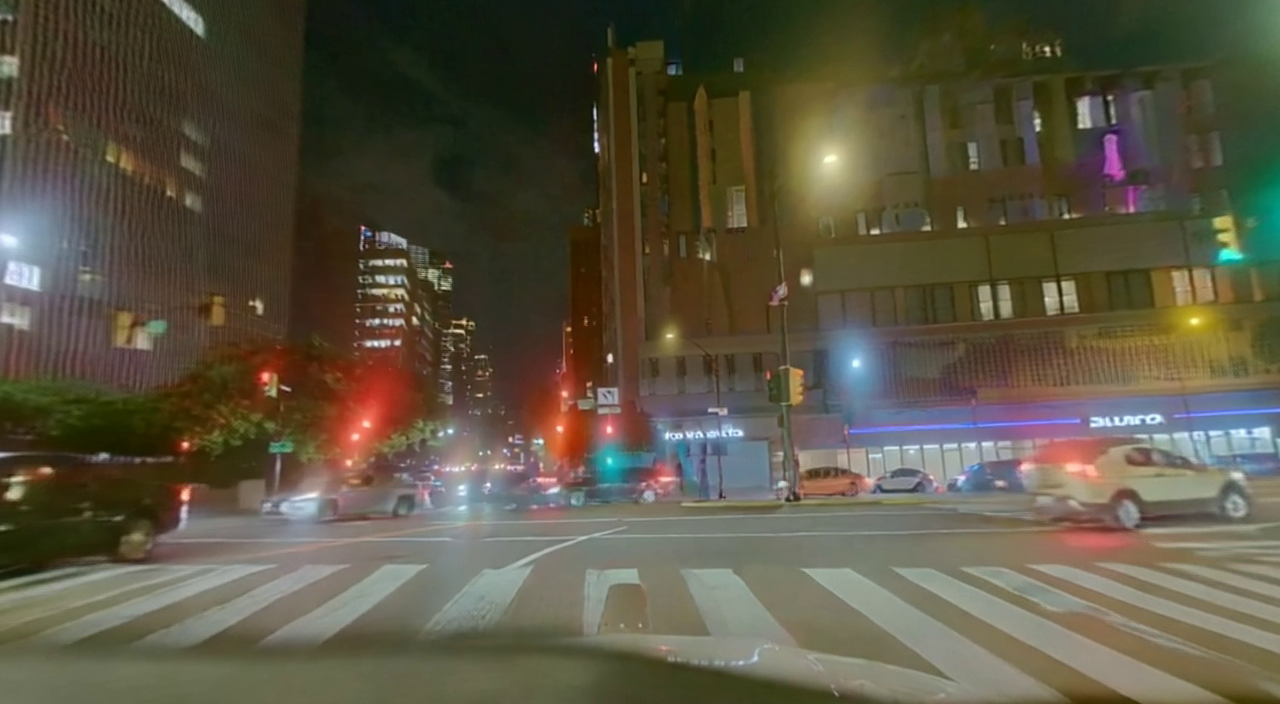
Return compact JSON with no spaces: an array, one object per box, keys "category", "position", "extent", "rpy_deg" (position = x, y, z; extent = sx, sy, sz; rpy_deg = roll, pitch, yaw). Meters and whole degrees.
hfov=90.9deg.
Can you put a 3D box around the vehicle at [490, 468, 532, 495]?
[{"category":"vehicle","position":[-9.463,9.498,46.599],"extent":[1.950,1.768,4.396],"rpy_deg":[-1,-9,2]}]

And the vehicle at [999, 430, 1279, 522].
[{"category":"vehicle","position":[11.036,2.641,13.922],"extent":[5.072,1.746,2.328],"rpy_deg":[2,-9,-14]}]

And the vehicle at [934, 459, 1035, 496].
[{"category":"vehicle","position":[18.668,6.795,34.292],"extent":[4.289,1.875,1.963],"rpy_deg":[0,-9,-2]}]

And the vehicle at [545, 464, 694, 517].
[{"category":"vehicle","position":[-0.613,4.323,20.107],"extent":[4.371,1.439,1.818],"rpy_deg":[5,-11,-31]}]

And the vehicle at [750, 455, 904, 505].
[{"category":"vehicle","position":[6.448,4.437,22.115],"extent":[4.749,1.624,1.926],"rpy_deg":[0,-9,-3]}]

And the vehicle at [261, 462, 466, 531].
[{"category":"vehicle","position":[-7.247,3.776,17.130],"extent":[1.891,1.502,4.766],"rpy_deg":[-6,-11,32]}]

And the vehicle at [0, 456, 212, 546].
[{"category":"vehicle","position":[-12.715,3.215,14.264],"extent":[1.969,1.674,4.748],"rpy_deg":[-3,-9,15]}]
